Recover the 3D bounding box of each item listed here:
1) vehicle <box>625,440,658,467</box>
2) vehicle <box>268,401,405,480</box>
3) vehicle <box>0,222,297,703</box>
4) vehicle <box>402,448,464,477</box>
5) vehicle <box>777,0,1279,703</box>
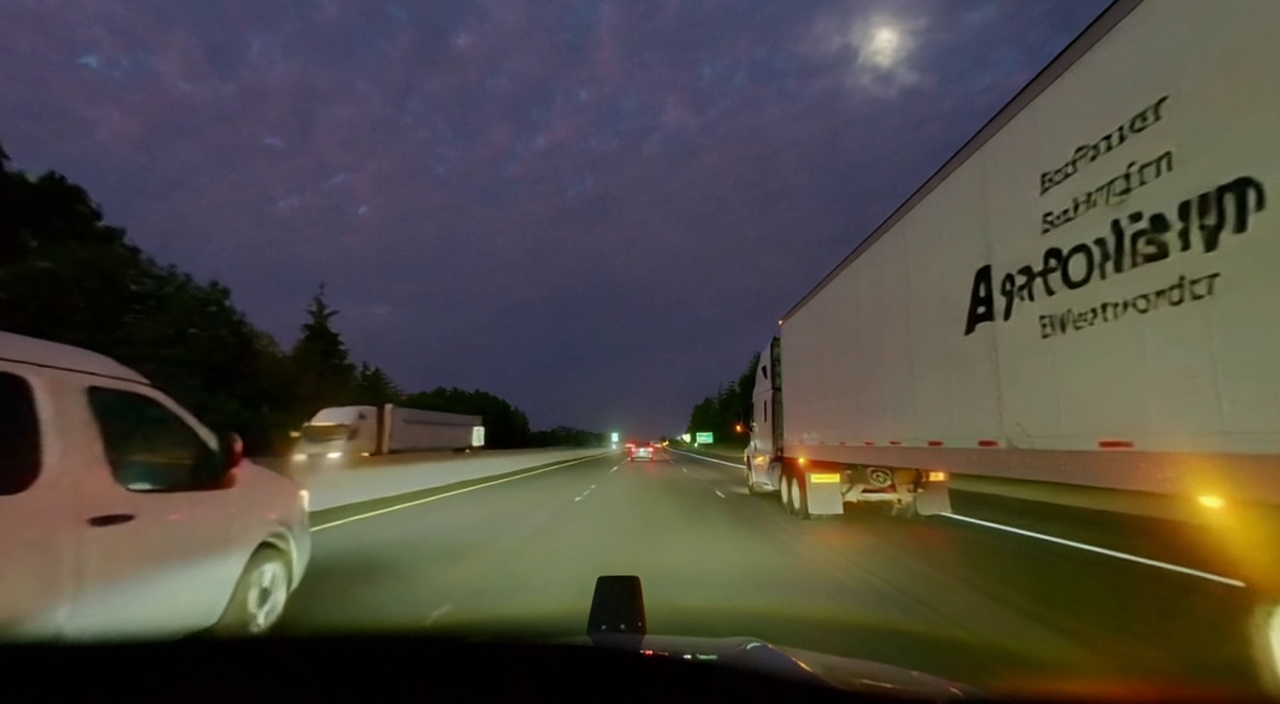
[{"bbox_3d":[0.087,6.730,41.843,2.067,1.690,3.901,0,-9,0],"label":"vehicle"},{"bbox_3d":[-15.022,4.552,32.085,2.856,3.511,7.972,0,-9,1],"label":"vehicle"},{"bbox_3d":[-3.250,0.374,0.572,2.572,1.927,5.803,0,-9,0],"label":"vehicle"},{"bbox_3d":[-11.156,5.954,34.273,1.893,1.467,4.354,0,-9,0],"label":"vehicle"},{"bbox_3d":[4.384,0.140,5.948,3.011,4.028,13.890,0,-9,0],"label":"vehicle"}]
